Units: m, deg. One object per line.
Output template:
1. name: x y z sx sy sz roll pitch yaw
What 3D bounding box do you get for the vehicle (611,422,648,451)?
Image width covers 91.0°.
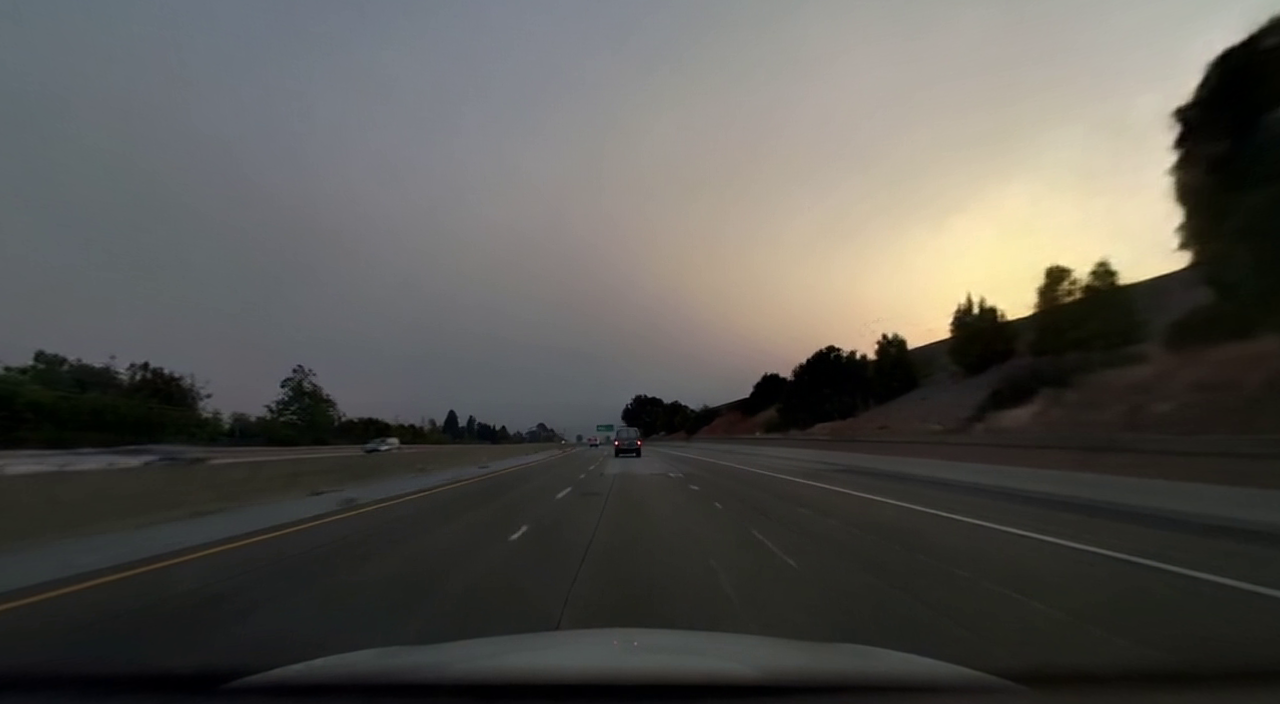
1. vehicle: -0.737 5.314 39.345 2.157 1.647 4.524 0 -8 -3
